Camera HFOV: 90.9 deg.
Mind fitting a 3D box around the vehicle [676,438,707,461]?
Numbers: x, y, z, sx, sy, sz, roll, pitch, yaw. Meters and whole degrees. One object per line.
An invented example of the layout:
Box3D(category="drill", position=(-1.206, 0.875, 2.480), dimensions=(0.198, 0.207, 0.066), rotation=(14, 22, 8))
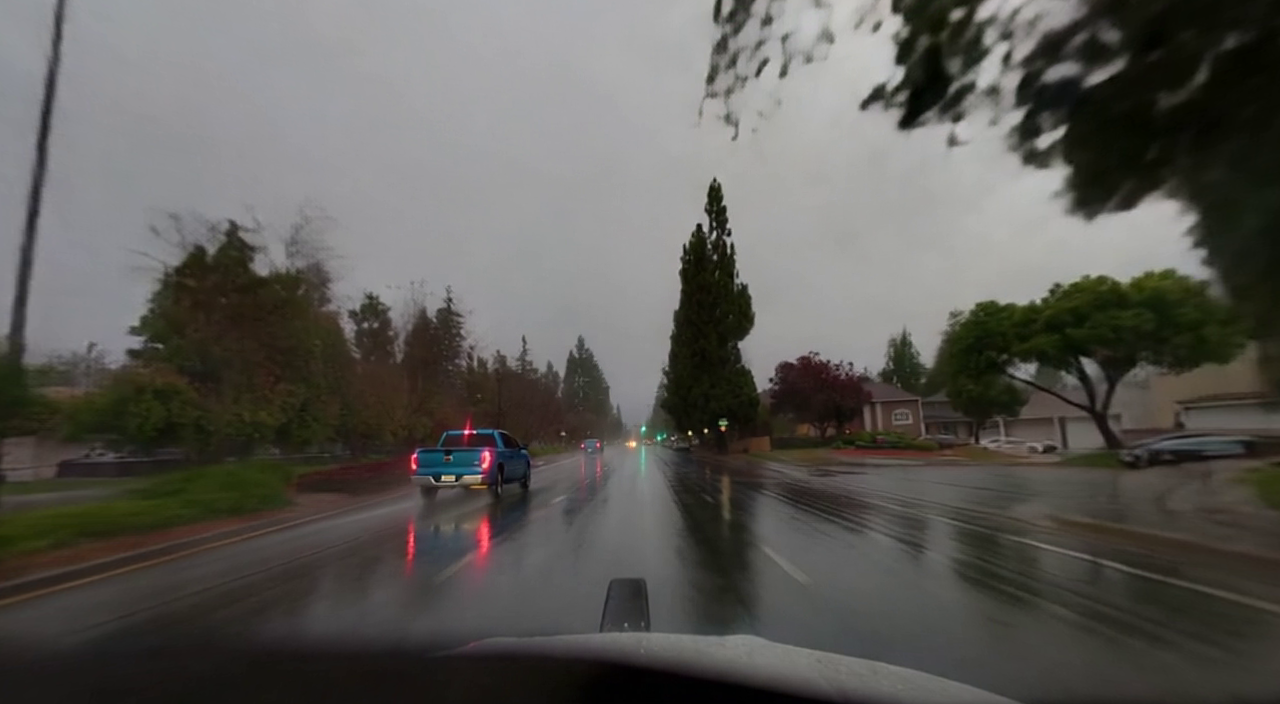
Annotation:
Box3D(category="vehicle", position=(3.955, 7.562, 48.913), dimensions=(2.016, 1.736, 4.356), rotation=(0, -8, 0))

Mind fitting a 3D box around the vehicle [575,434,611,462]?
Box3D(category="vehicle", position=(-3.451, 7.125, 46.720), dimensions=(2.230, 1.987, 4.385), rotation=(0, -8, 1))

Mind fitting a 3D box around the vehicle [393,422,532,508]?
Box3D(category="vehicle", position=(-4.081, 2.694, 15.453), dimensions=(2.002, 1.747, 4.728), rotation=(0, -8, 0))
